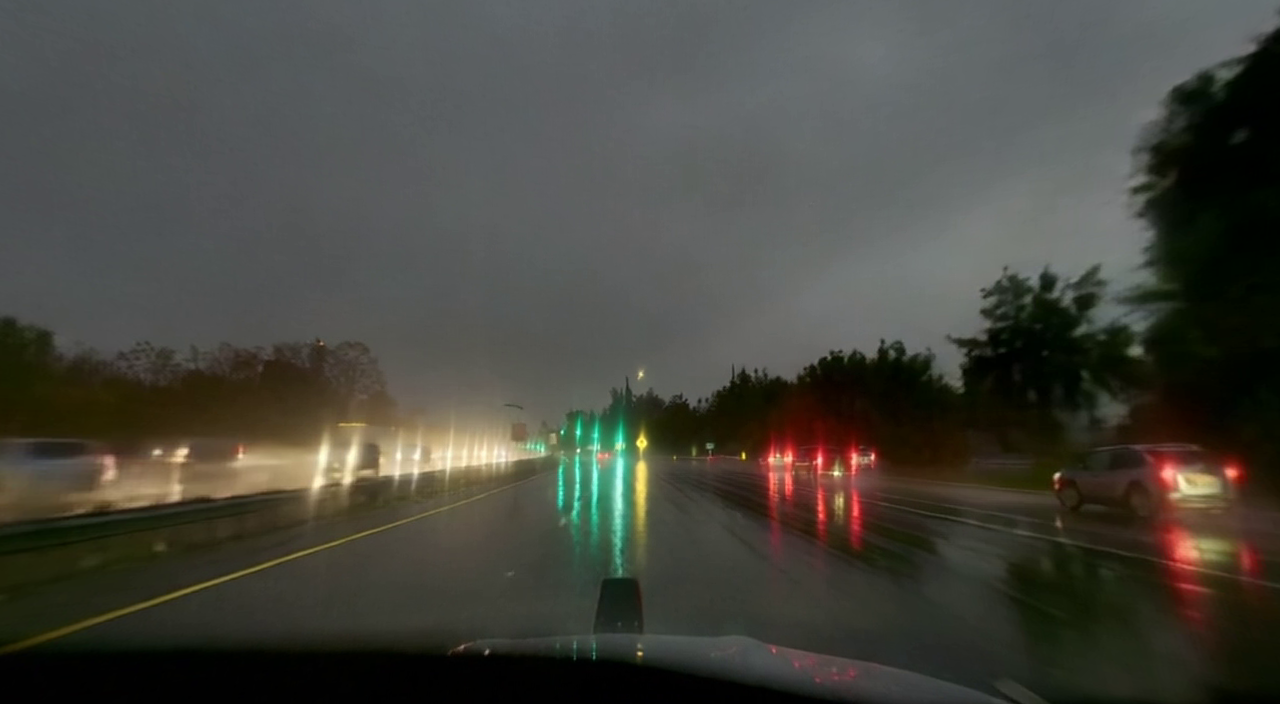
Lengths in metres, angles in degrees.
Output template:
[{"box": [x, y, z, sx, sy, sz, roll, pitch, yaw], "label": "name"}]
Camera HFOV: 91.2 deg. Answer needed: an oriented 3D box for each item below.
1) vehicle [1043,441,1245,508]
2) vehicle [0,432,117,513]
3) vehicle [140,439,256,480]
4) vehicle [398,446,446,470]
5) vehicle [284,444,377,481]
[{"box": [14.691, 3.564, 18.722, 2.020, 1.738, 4.549, 0, -9, -3], "label": "vehicle"}, {"box": [-13.063, 2.363, 12.338, 1.842, 1.507, 4.406, 0, -9, -3], "label": "vehicle"}, {"box": [-20.709, 5.056, 29.686, 2.010, 1.739, 4.935, 0, -9, -3], "label": "vehicle"}, {"box": [-14.641, 7.143, 42.284, 1.870, 1.494, 4.423, 0, -9, -3], "label": "vehicle"}, {"box": [-13.840, 4.964, 28.383, 1.898, 1.484, 4.729, 0, -9, -2], "label": "vehicle"}]
